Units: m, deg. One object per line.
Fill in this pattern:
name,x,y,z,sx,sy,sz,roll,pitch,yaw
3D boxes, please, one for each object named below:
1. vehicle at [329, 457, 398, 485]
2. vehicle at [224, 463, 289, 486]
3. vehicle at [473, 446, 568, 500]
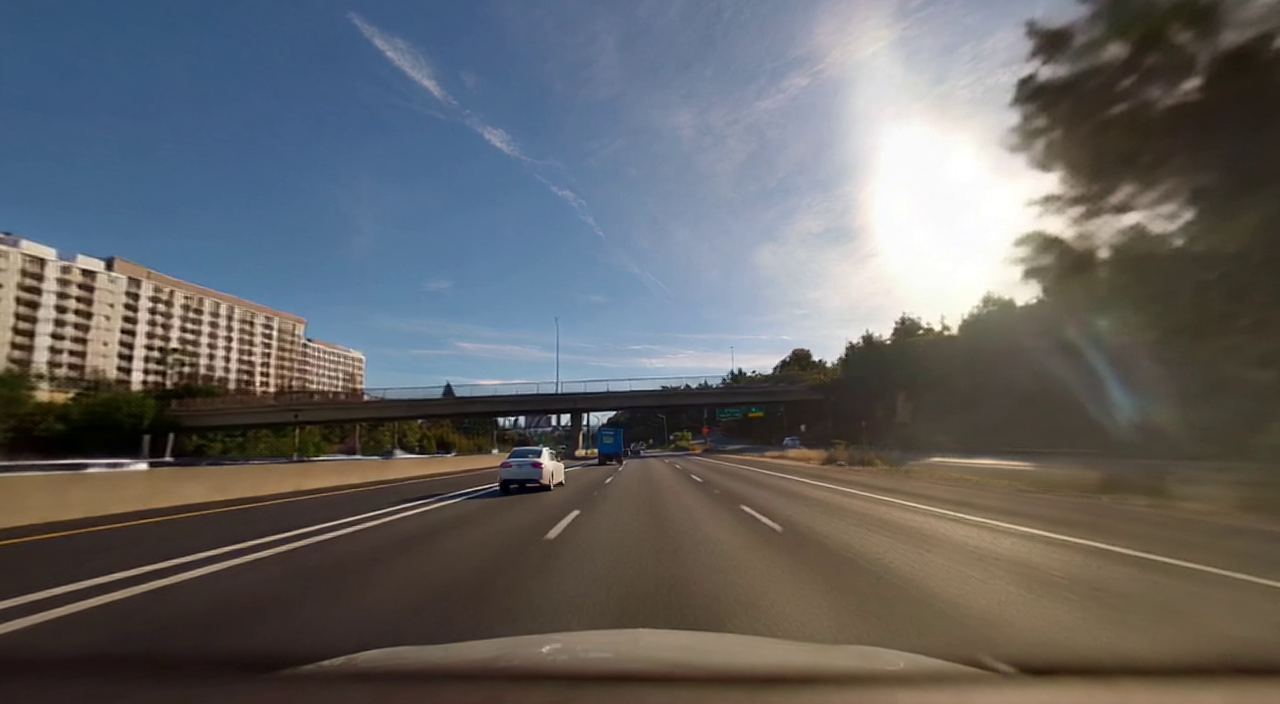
vehicle,-15.868,6.830,36.490,1.874,1.450,4.686,0,-9,0
vehicle,-27.917,8.900,46.096,1.807,1.465,4.595,0,-9,1
vehicle,-3.596,3.731,19.824,2.039,1.478,4.483,0,-9,1
